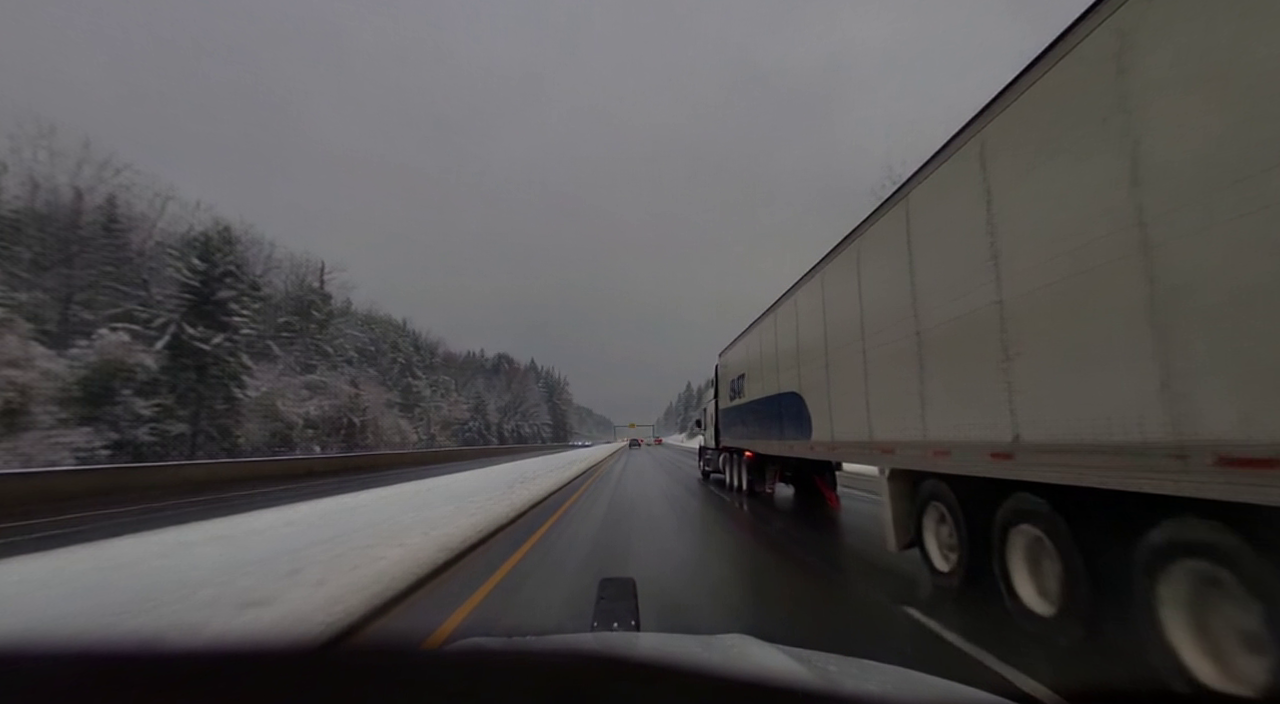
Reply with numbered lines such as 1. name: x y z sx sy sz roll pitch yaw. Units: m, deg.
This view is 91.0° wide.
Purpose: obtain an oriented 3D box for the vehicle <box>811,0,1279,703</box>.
1. vehicle: 3.999 0.022 4.481 3.006 3.850 8.310 0 -8 -1
